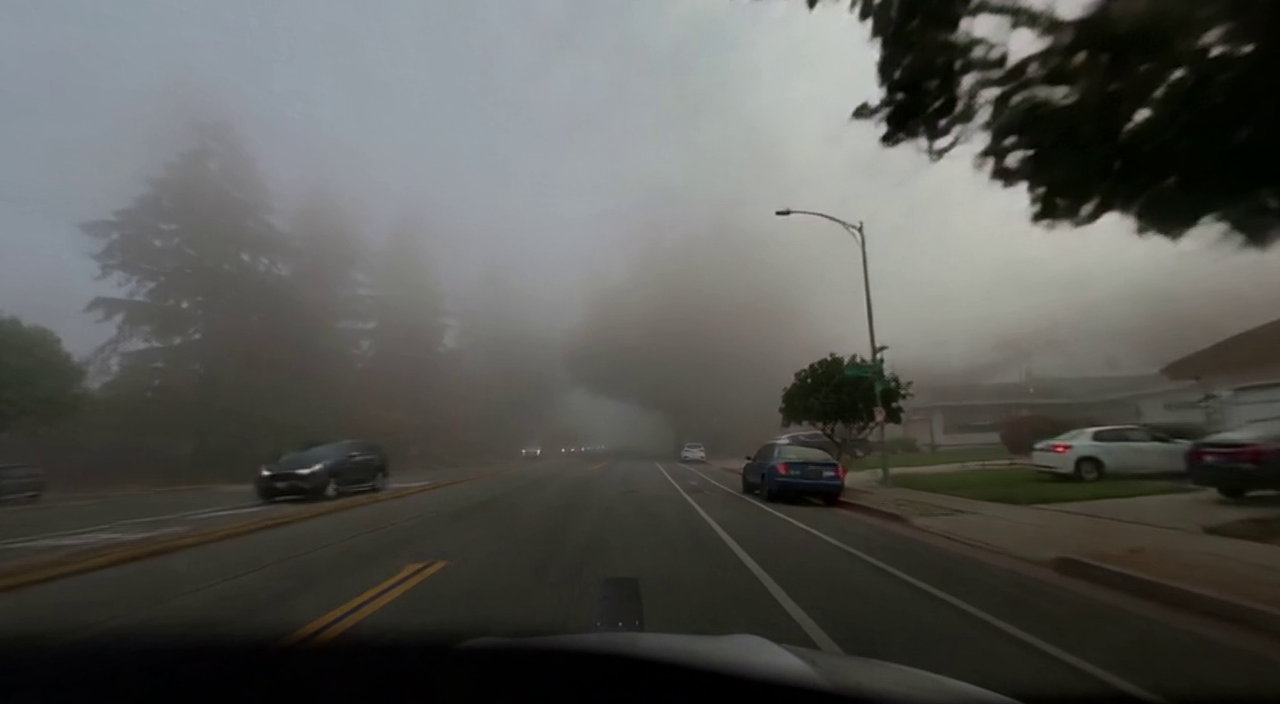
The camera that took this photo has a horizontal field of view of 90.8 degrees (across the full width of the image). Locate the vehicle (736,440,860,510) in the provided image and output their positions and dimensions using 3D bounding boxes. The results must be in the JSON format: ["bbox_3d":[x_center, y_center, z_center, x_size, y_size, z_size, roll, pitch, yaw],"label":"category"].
[{"bbox_3d":[3.826,3.043,16.224,1.991,1.500,4.562,0,-8,0],"label":"vehicle"}]

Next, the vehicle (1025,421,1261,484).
[{"bbox_3d":[12.388,2.492,15.790,4.264,1.445,1.900,0,-8,-1],"label":"vehicle"}]

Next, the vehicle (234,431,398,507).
[{"bbox_3d":[-8.394,3.034,16.923,2.090,1.748,4.345,0,-8,-1],"label":"vehicle"}]

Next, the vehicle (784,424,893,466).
[{"bbox_3d":[10.602,5.042,34.067,4.964,1.739,2.184,-5,-10,-2],"label":"vehicle"}]

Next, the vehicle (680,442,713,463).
[{"bbox_3d":[4.189,7.556,47.615,2.011,1.458,4.633,0,-8,-1],"label":"vehicle"}]
